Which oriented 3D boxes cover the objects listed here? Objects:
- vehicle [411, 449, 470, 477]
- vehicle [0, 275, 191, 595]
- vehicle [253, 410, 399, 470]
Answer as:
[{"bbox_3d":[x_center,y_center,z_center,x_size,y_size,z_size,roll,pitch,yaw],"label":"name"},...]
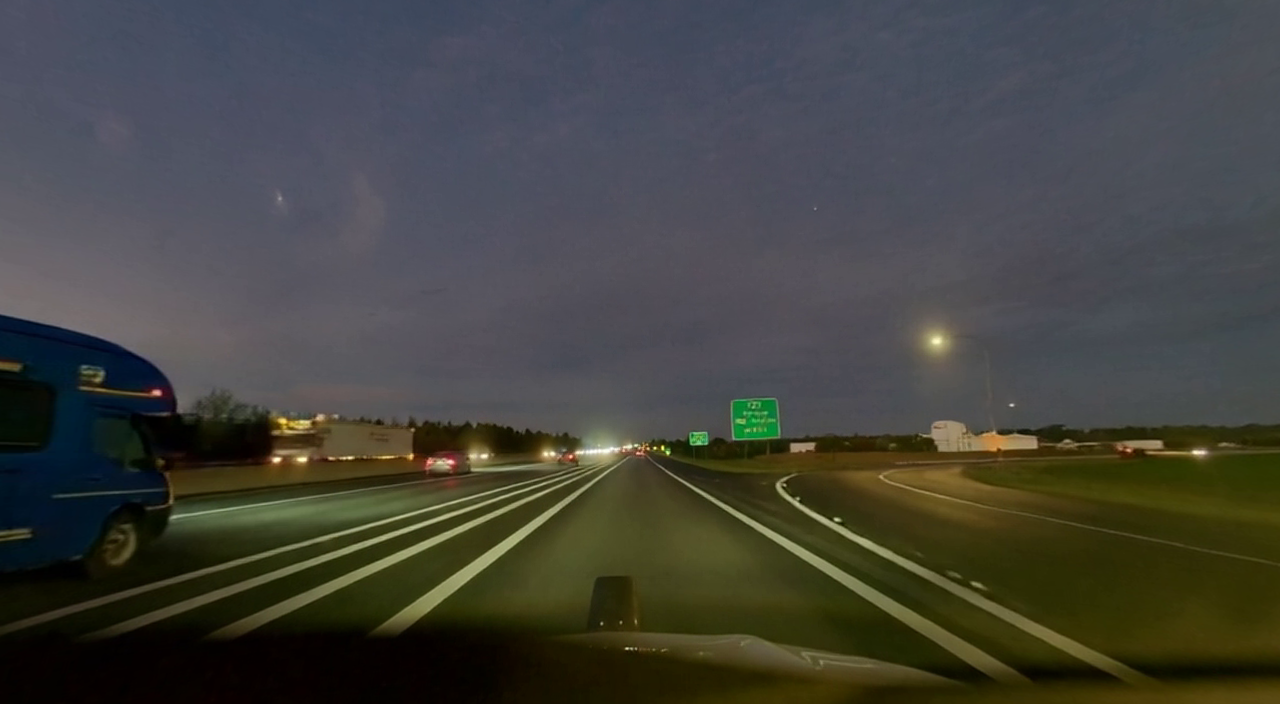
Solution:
[{"bbox_3d":[-11.420,6.359,36.470,1.981,1.503,4.207,0,-9,1],"label":"vehicle"},{"bbox_3d":[-7.307,0.561,4.457,2.747,2.934,7.411,0,-9,0],"label":"vehicle"},{"bbox_3d":[-23.452,7.035,48.991,3.035,3.827,16.346,-1,-9,0],"label":"vehicle"}]
